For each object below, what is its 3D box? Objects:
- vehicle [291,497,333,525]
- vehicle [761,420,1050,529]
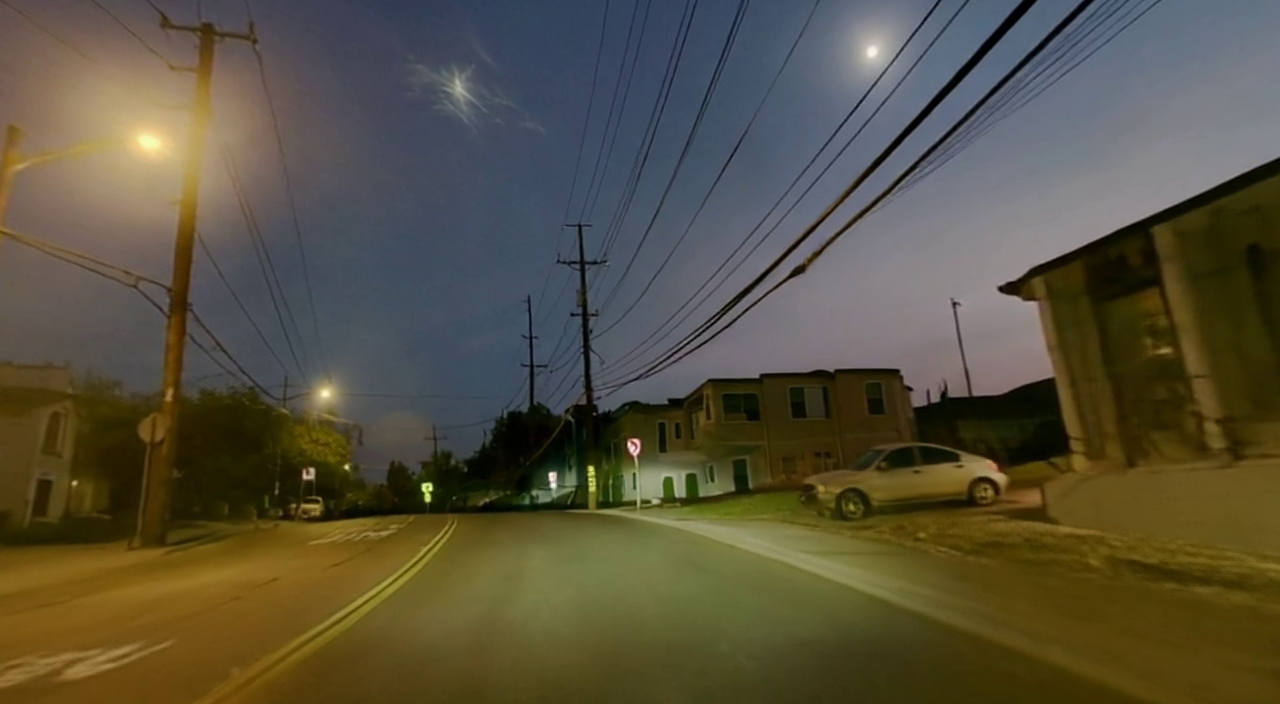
[{"bbox_3d":[-23.154,11.157,44.553,1.994,1.515,4.385,6,-11,-34],"label":"vehicle"},{"bbox_3d":[5.942,2.754,14.557,5.578,1.842,2.300,-3,-10,-10],"label":"vehicle"}]
